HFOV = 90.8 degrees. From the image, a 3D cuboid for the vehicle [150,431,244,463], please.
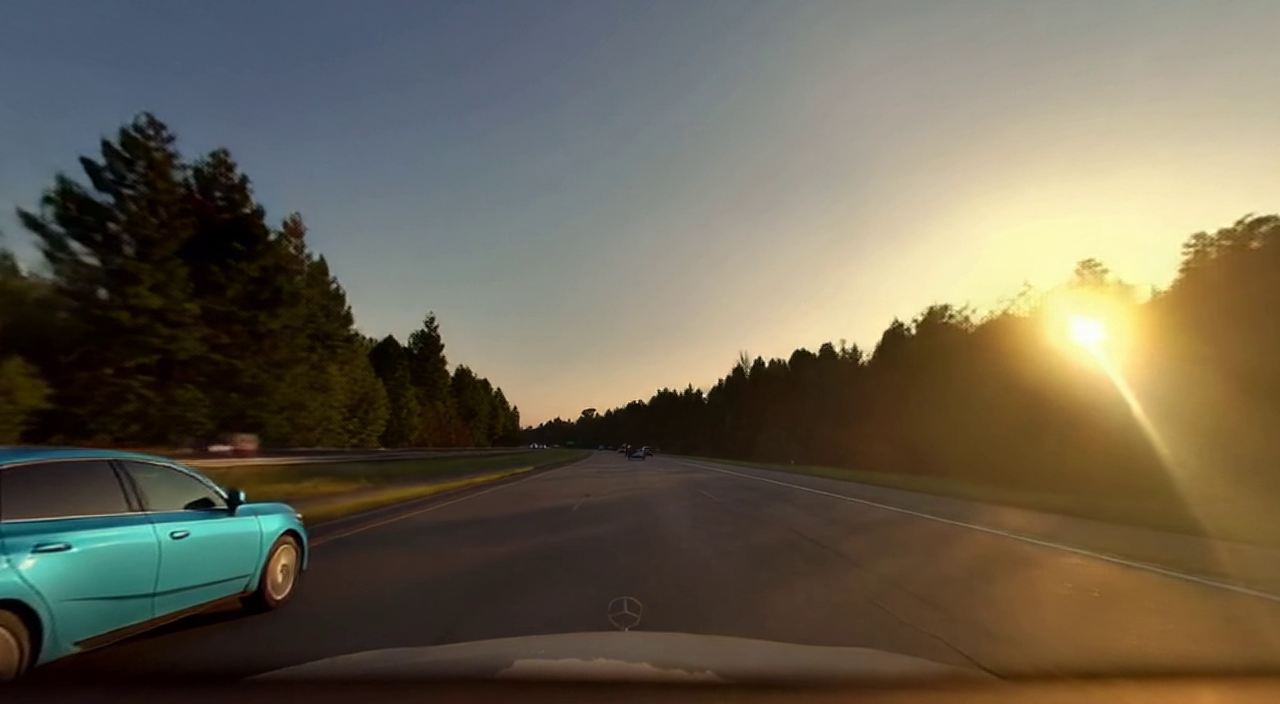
[{"bbox_3d":[-21.738,4.696,31.146,1.775,1.464,4.111,0,-9,-3],"label":"vehicle"}]
